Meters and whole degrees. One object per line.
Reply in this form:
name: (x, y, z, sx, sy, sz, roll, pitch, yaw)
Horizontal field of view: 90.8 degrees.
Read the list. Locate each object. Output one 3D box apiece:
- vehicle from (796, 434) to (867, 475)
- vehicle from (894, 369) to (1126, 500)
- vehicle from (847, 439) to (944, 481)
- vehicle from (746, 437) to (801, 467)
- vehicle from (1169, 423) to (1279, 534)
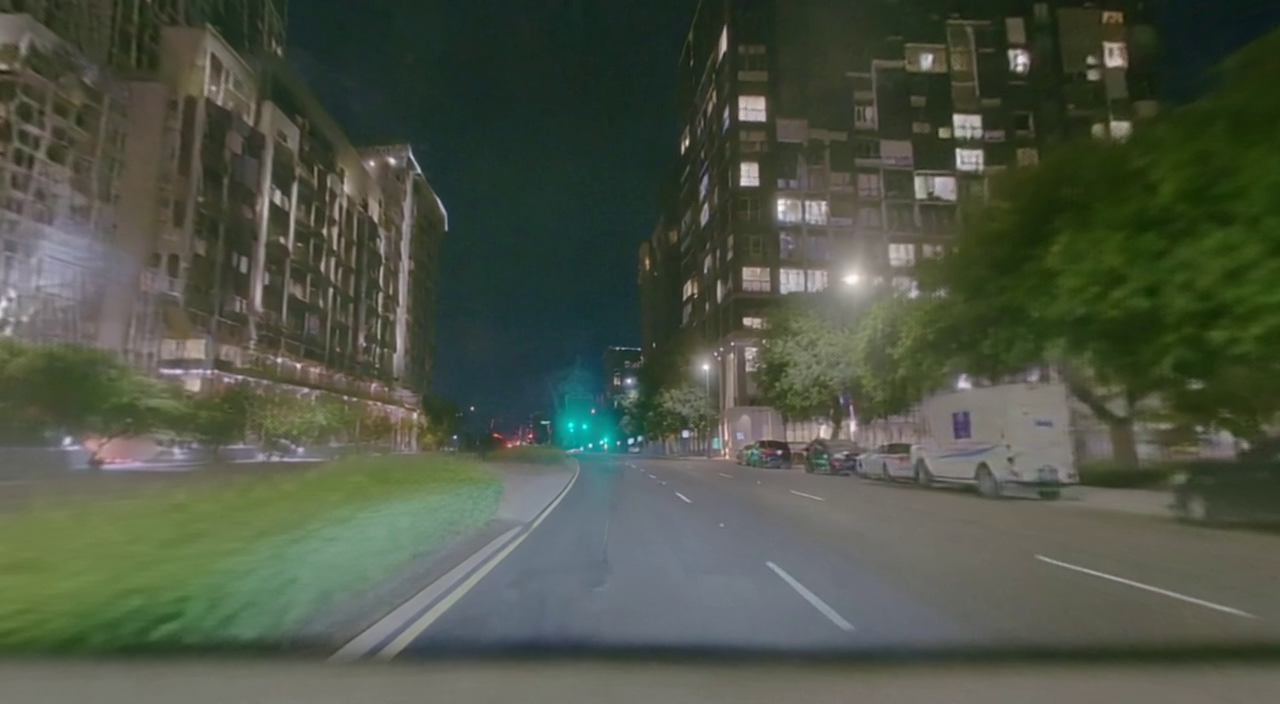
vehicle: (9.912, 5.316, 33.024, 1.916, 1.889, 4.675, 4, -9, -5)
vehicle: (10.585, 2.524, 19.104, 2.853, 3.253, 6.441, 0, -8, -2)
vehicle: (10.271, 4.367, 25.814, 1.885, 1.545, 4.377, 1, -9, -4)
vehicle: (8.813, 6.658, 42.200, 2.211, 1.831, 5.275, 1, -9, -4)
vehicle: (10.975, 1.835, 8.940, 2.050, 1.699, 5.584, 0, -8, -1)
